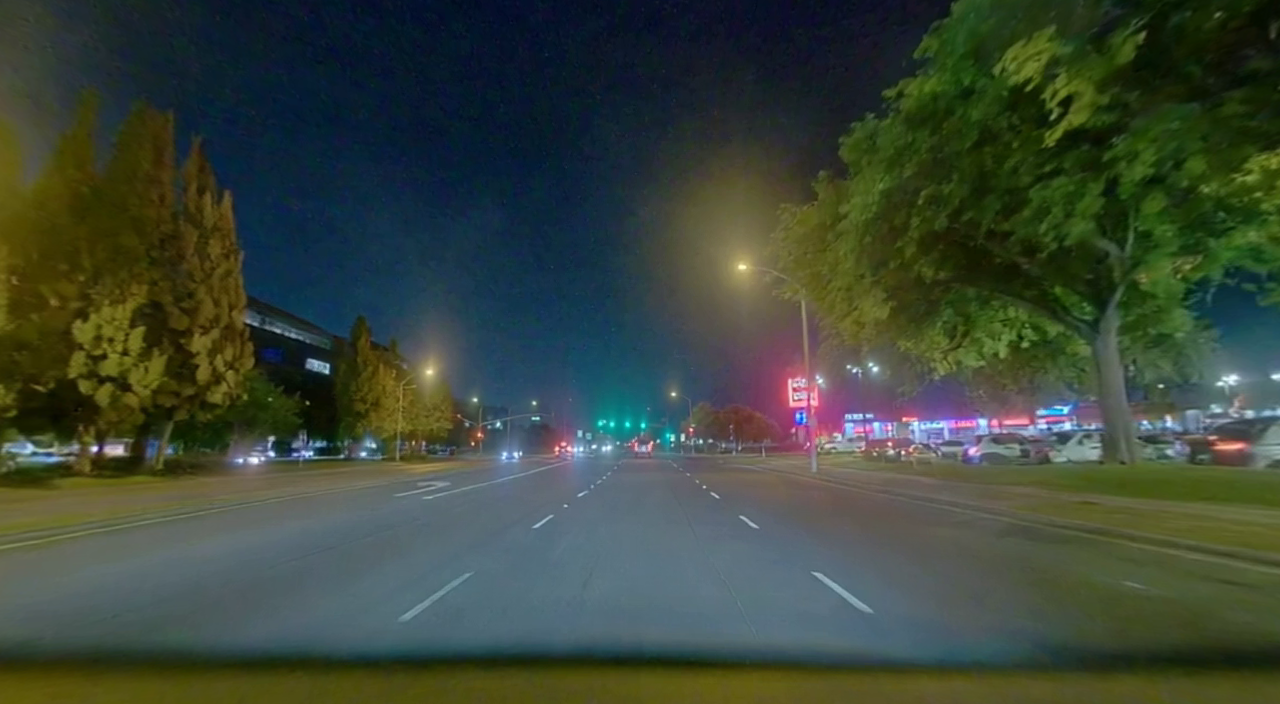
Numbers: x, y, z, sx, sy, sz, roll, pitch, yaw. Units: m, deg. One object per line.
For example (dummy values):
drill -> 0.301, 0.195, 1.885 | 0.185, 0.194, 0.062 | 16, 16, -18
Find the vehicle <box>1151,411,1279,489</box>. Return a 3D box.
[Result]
vehicle -> 17.350, 2.680, 17.796 | 1.929, 1.943, 4.538 | -2, -7, 0

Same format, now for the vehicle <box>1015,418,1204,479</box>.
vehicle -> 16.052, 3.311, 21.786 | 4.749, 1.785, 2.137 | -2, -7, 0

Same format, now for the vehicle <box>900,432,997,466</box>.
vehicle -> 17.189, 5.394, 35.257 | 4.362, 1.455, 1.816 | -5, -7, 0
